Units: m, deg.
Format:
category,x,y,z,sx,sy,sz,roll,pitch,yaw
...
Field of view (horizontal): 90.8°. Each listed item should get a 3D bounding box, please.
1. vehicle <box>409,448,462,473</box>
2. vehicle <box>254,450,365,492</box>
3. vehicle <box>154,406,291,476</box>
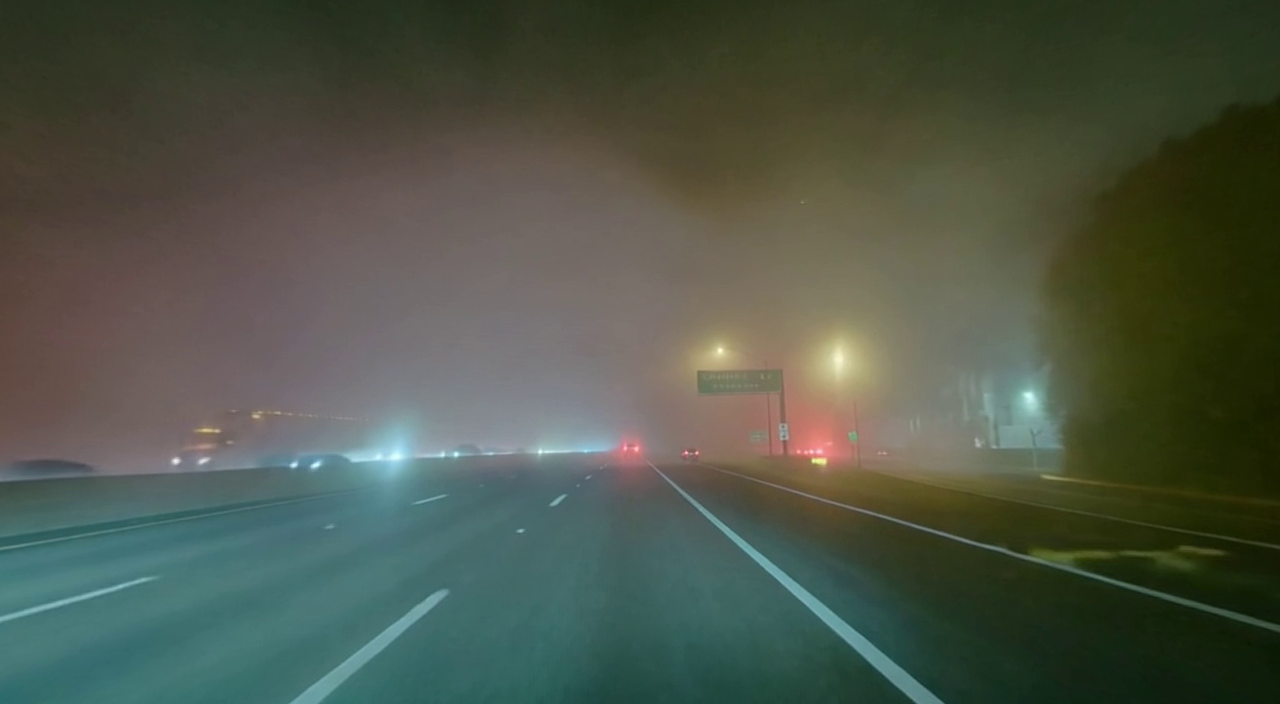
category,x,y,z,sx,sy,sz,roll,pitch,yaw
vehicle,-13.163,6.973,40.916,1.908,1.467,4.603,0,-9,0
vehicle,-12.898,4.628,24.995,1.985,1.447,4.438,0,-9,0
vehicle,-26.706,5.820,41.133,3.106,4.036,8.331,0,-9,0
